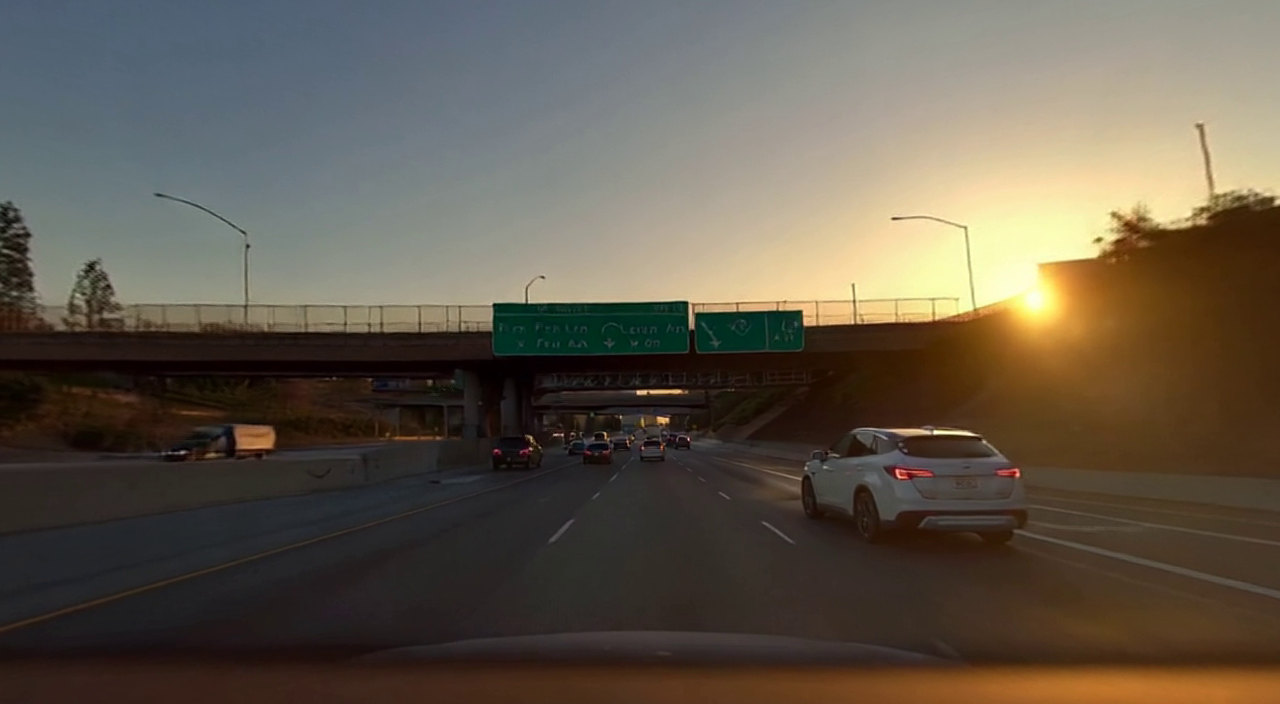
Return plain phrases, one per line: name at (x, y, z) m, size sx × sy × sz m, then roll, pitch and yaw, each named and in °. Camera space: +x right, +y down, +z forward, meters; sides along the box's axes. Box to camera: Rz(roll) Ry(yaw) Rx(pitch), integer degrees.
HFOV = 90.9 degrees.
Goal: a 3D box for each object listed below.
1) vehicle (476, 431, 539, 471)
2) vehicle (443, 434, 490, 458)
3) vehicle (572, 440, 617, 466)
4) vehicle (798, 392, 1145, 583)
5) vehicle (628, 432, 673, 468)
vehicle at (-5.985, 4.518, 29.020) m, size 1.946 × 1.688 × 4.019 m, roll 0°, pitch -8°, yaw 1°
vehicle at (-12.963, 7.091, 47.495) m, size 2.076 × 1.701 × 5.093 m, roll 0°, pitch -8°, yaw 0°
vehicle at (-2.525, 5.768, 36.246) m, size 2.205 × 1.406 × 4.286 m, roll 0°, pitch -8°, yaw 1°
vehicle at (3.784, 1.638, 8.456) m, size 2.083 × 1.823 × 4.627 m, roll 0°, pitch -8°, yaw 0°
vehicle at (0.561, 5.030, 32.445) m, size 2.133 × 1.739 × 3.925 m, roll 0°, pitch -8°, yaw 1°
